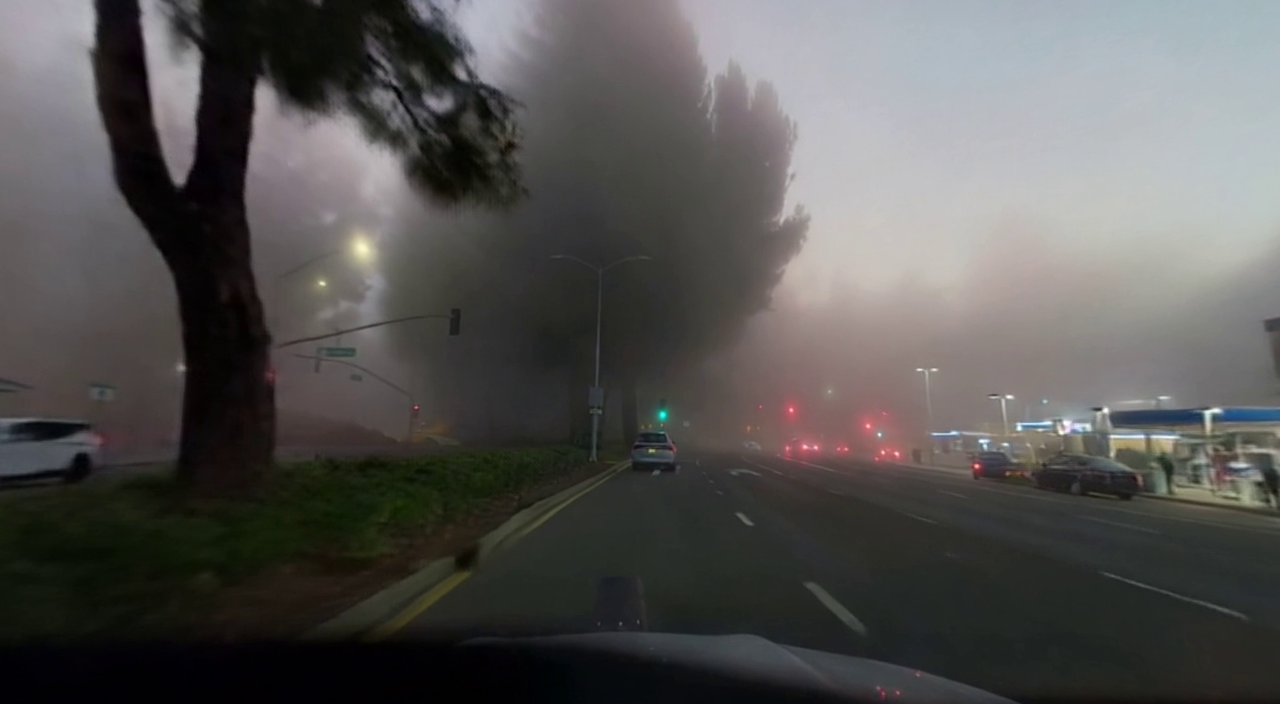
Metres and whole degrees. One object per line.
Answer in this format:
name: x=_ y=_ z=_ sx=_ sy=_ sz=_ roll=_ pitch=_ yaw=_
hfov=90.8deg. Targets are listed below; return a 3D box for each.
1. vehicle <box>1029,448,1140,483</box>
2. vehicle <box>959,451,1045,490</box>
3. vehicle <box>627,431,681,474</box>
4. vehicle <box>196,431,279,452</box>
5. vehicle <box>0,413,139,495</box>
vehicle: x=22.068 y=5.618 z=31.413 sx=4.331 sy=1.604 sz=1.858 roll=1 pitch=-9 yaw=-10
vehicle: x=15.555 y=5.068 z=27.414 sx=2.099 sy=1.464 sz=4.615 roll=-3 pitch=-9 yaw=16
vehicle: x=0.594 y=4.163 z=26.288 sx=2.055 sy=1.655 sz=4.204 roll=0 pitch=-9 yaw=2
vehicle: x=-29.869 y=6.667 z=46.964 sx=4.749 sy=1.463 sz=1.871 roll=1 pitch=-9 yaw=-10
vehicle: x=-12.744 y=2.029 z=12.599 sx=2.027 sy=1.486 sz=4.105 roll=0 pitch=-9 yaw=2
